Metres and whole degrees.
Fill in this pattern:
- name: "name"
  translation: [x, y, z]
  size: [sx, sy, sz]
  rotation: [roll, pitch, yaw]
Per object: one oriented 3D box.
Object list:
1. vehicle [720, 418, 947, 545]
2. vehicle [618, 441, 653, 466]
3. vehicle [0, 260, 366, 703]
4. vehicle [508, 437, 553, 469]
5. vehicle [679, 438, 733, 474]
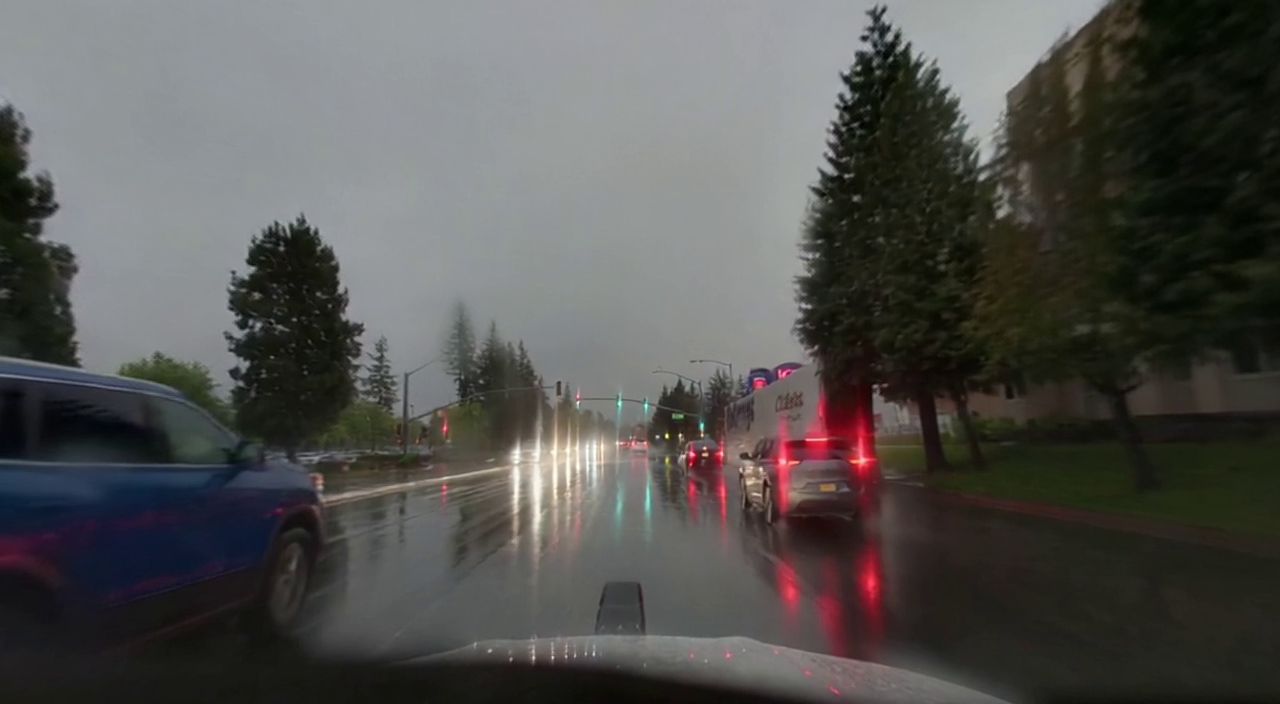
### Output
- name: "vehicle"
  translation: [2.779, 2.004, 10.514]
  size: [2.174, 1.596, 4.779]
  rotation: [0, -8, -1]
- name: "vehicle"
  translation: [-0.292, 6.154, 38.463]
  size: [2.008, 1.464, 4.052]
  rotation: [0, -8, -1]
- name: "vehicle"
  translation: [-3.740, 0.862, 3.583]
  size: [2.368, 2.037, 5.319]
  rotation: [0, -8, -5]
- name: "vehicle"
  translation: [-6.738, 6.249, 39.366]
  size: [2.136, 1.837, 4.669]
  rotation: [0, -8, -2]
- name: "vehicle"
  translation: [2.853, 4.629, 28.381]
  size: [1.842, 1.480, 4.155]
  rotation: [0, -8, -2]
